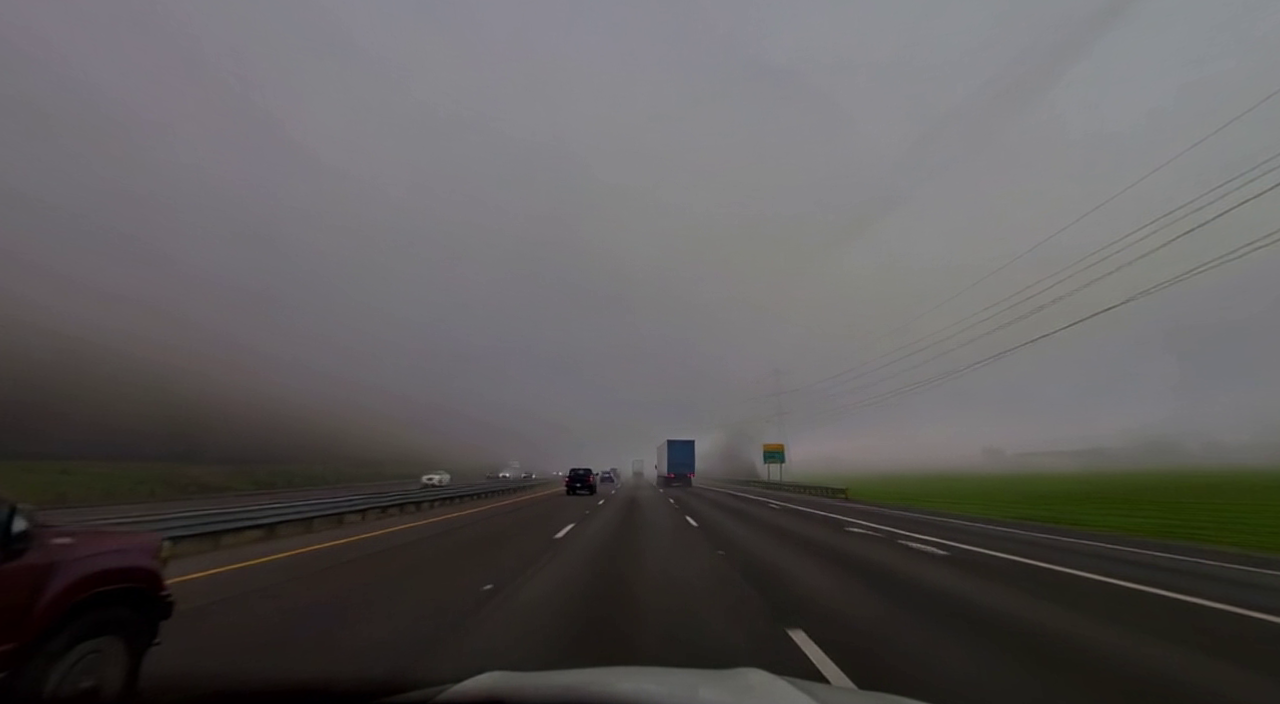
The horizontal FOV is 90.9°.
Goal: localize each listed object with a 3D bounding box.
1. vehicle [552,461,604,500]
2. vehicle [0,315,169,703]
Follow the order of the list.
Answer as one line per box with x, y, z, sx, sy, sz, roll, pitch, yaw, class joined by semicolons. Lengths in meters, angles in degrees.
-2.936;6.241;30.835;2.065;1.722;4.441;1;-11;0;vehicle
-3.612;0.490;0.897;2.146;1.862;4.703;1;-11;0;vehicle
